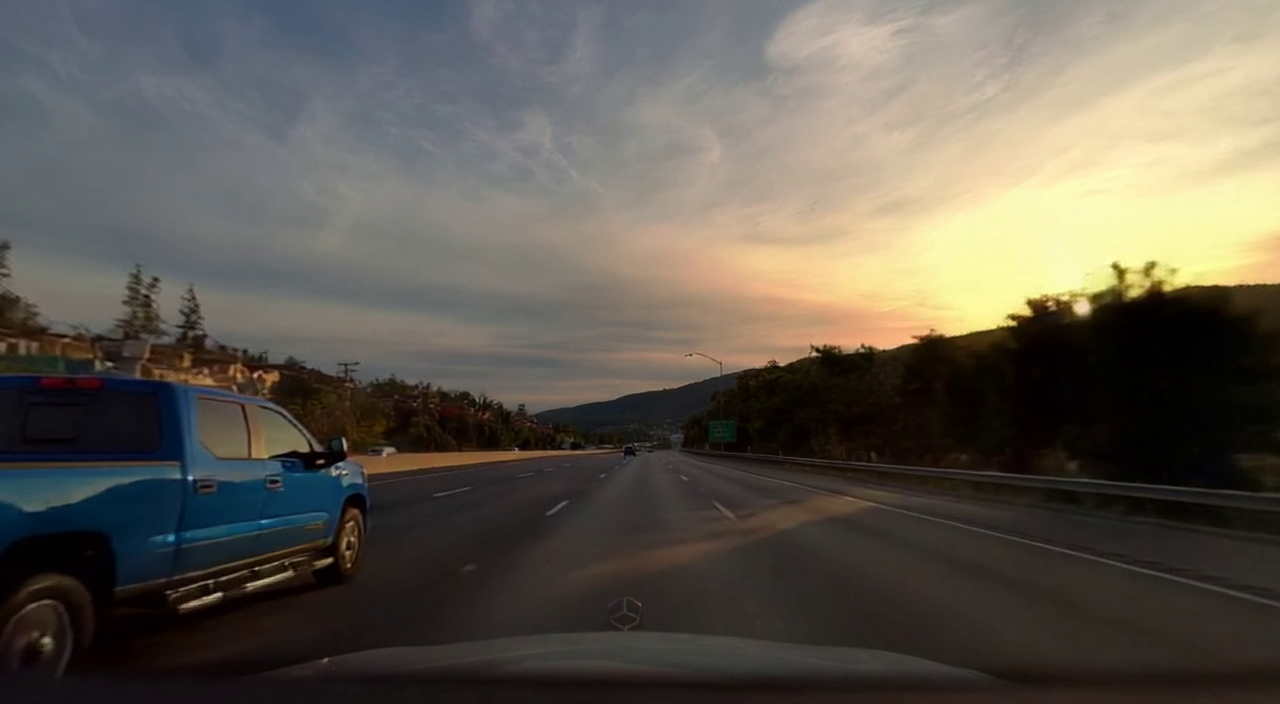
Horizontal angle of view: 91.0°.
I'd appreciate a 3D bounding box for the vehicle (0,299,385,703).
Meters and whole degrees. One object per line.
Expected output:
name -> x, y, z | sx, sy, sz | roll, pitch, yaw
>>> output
vehicle -> -3.505, 0.844, 3.184 | 2.202, 1.836, 5.009 | 0, -9, 1
